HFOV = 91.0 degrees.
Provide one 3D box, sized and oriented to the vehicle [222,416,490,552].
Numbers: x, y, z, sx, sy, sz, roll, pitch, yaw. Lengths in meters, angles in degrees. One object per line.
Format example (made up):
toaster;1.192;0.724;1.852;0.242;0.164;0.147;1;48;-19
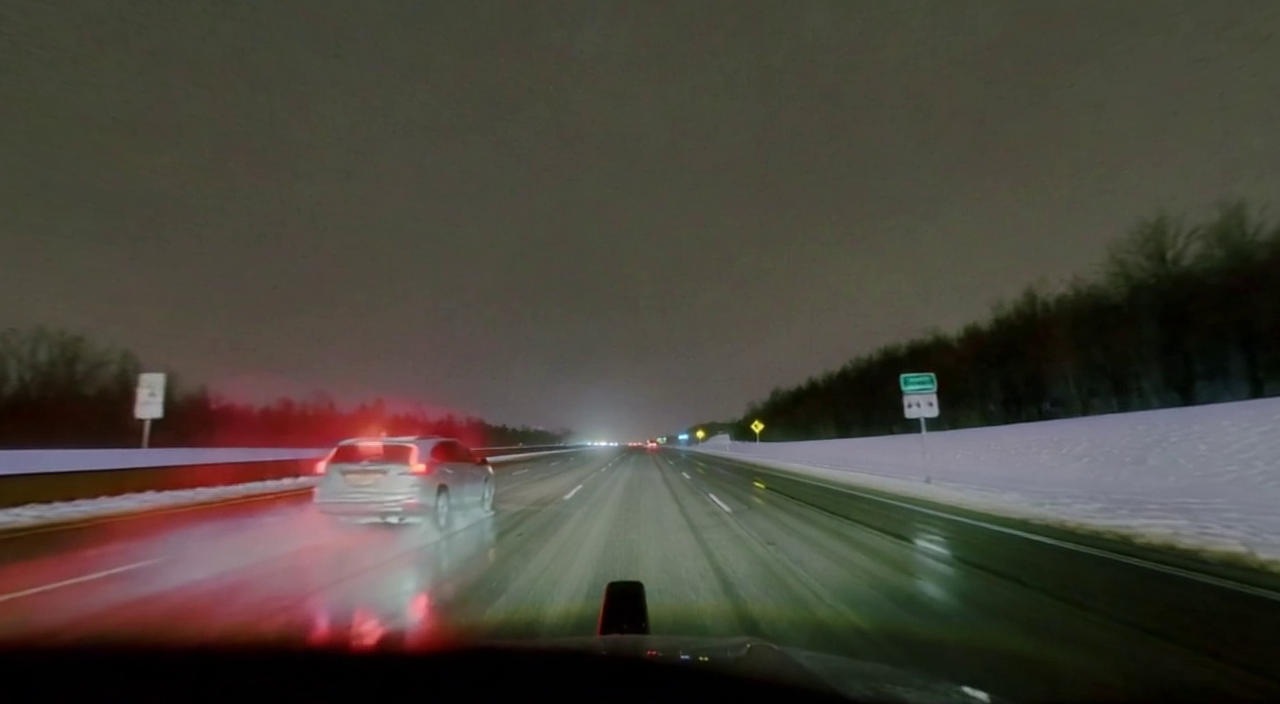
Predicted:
vehicle;-3.824;1.832;9.460;2.012;1.570;4.126;0;-8;1
